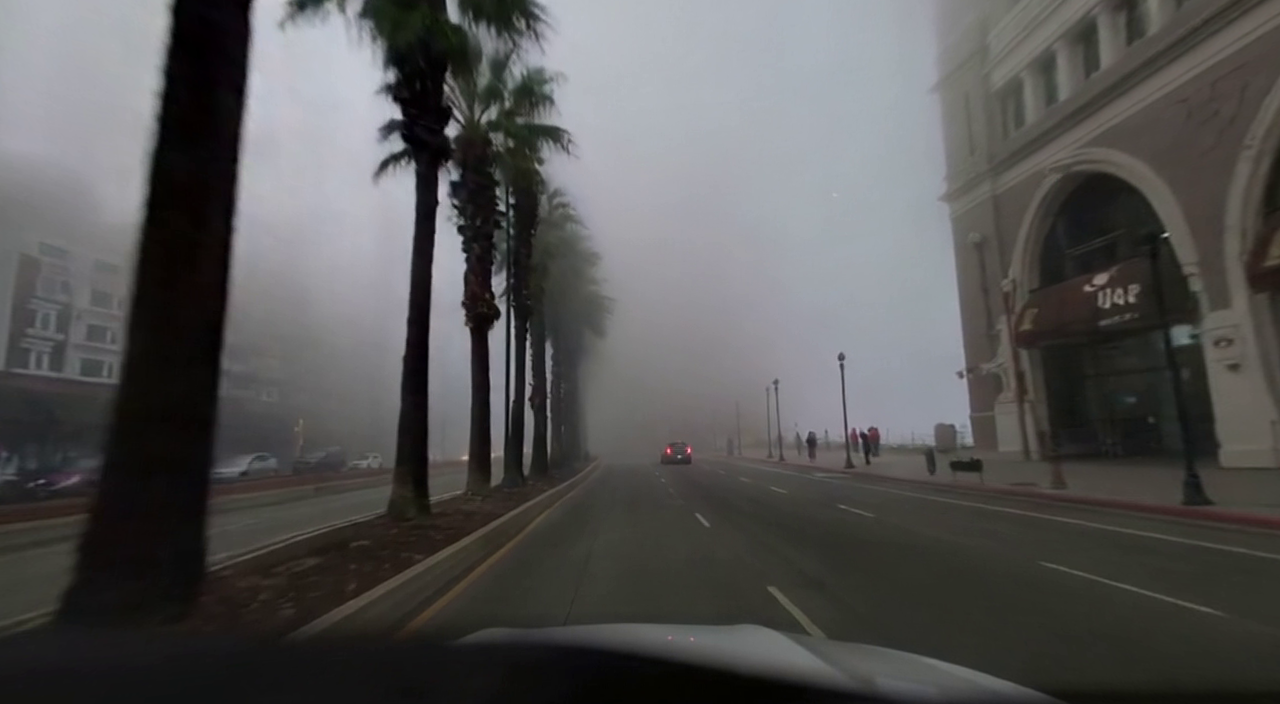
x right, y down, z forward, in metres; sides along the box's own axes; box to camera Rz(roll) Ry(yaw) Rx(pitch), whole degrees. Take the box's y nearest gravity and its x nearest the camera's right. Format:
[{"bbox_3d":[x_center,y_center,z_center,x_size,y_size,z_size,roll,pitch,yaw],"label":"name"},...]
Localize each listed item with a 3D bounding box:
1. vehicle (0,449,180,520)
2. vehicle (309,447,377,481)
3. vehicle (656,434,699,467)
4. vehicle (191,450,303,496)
[{"bbox_3d":[-17.771,4.198,20.626,1.947,1.871,4.855,-3,-8,-2],"label":"vehicle"},{"bbox_3d":[-18.500,6.973,39.639,2.136,1.890,4.670,-3,-8,-1],"label":"vehicle"},{"bbox_3d":[2.404,6.591,42.541,2.284,2.010,6.670,0,-8,-1],"label":"vehicle"},{"bbox_3d":[-18.168,5.579,29.584,2.049,1.878,5.125,-1,-9,-2],"label":"vehicle"}]
